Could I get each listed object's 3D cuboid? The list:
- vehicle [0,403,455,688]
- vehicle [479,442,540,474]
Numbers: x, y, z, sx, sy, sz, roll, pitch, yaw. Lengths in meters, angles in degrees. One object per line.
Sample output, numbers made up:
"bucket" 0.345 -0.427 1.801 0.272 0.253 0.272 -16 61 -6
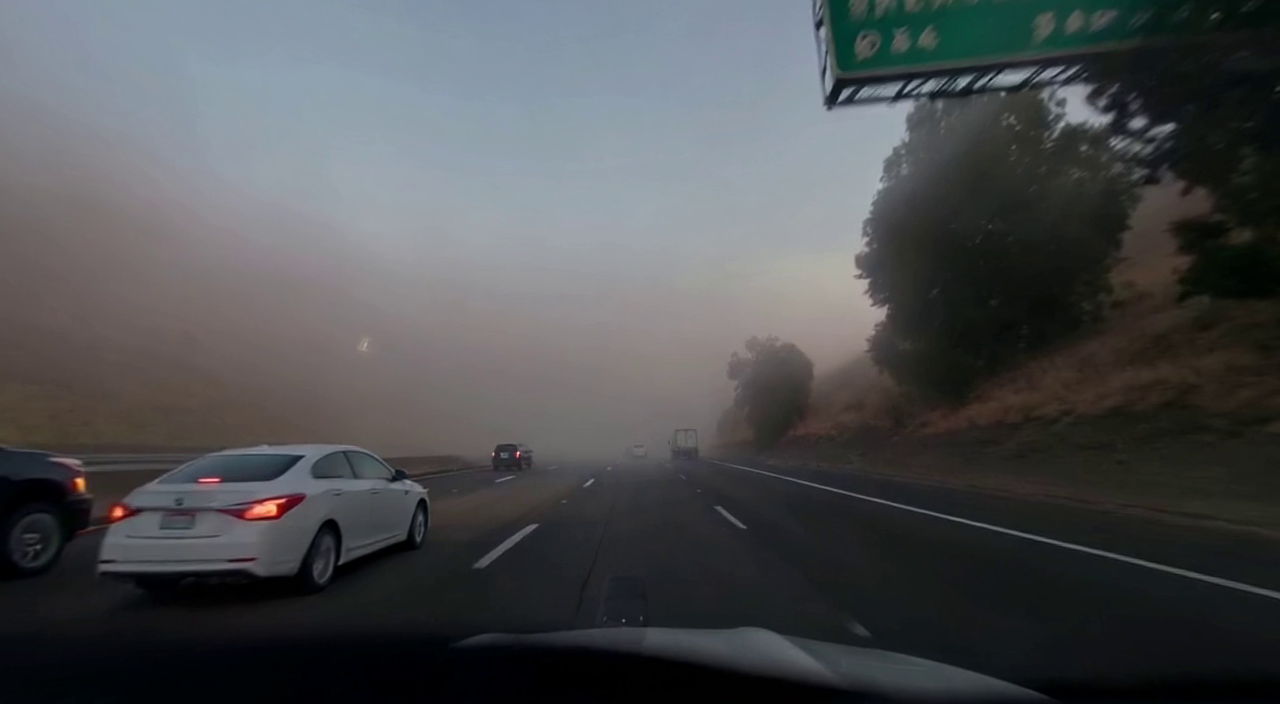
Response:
"vehicle" -3.497 1.399 5.808 2.091 1.552 4.516 0 -8 2
"vehicle" -6.800 5.576 33.503 2.047 1.532 4.980 0 -8 1
